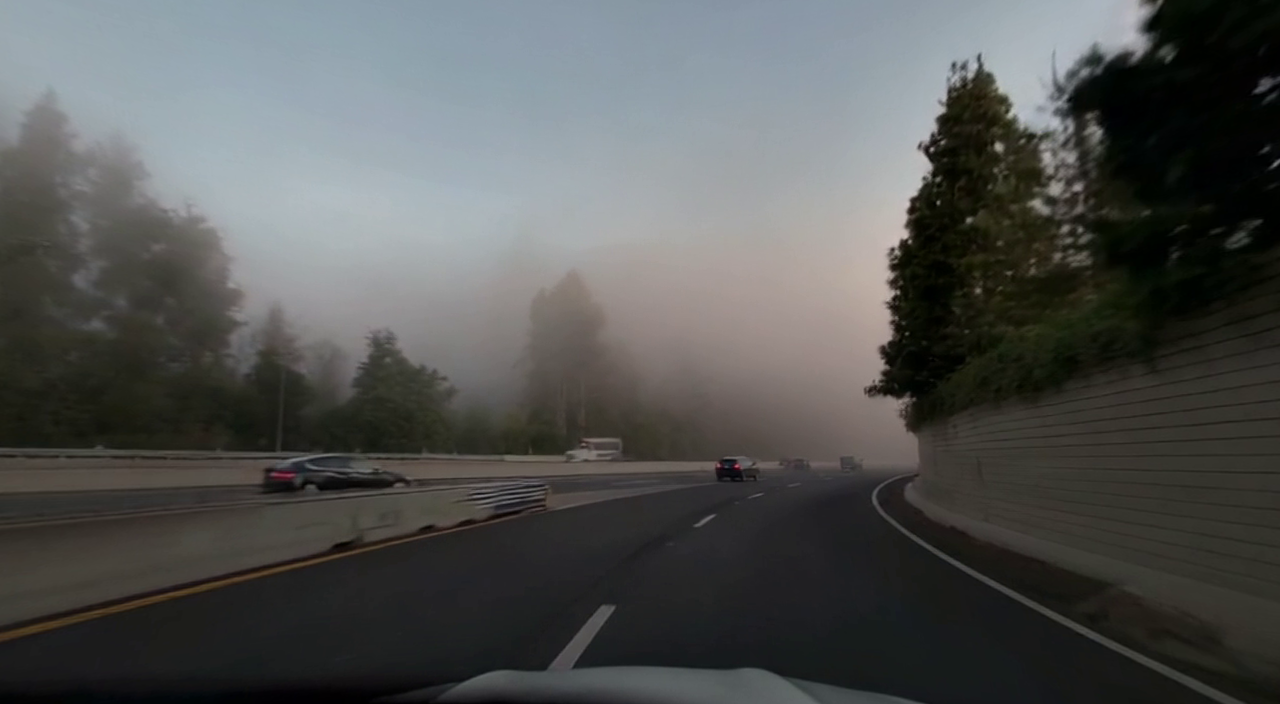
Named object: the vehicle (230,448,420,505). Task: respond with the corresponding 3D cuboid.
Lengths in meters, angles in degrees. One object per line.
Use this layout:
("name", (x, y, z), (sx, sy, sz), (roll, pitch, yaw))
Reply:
("vehicle", (-9.277, 3.659, 19.073), (1.699, 1.461, 4.924), (-5, -10, 30))

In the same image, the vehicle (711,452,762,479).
("vehicle", (6.254, 7.258, 40.518), (1.769, 1.583, 4.387), (-5, -10, 29))
